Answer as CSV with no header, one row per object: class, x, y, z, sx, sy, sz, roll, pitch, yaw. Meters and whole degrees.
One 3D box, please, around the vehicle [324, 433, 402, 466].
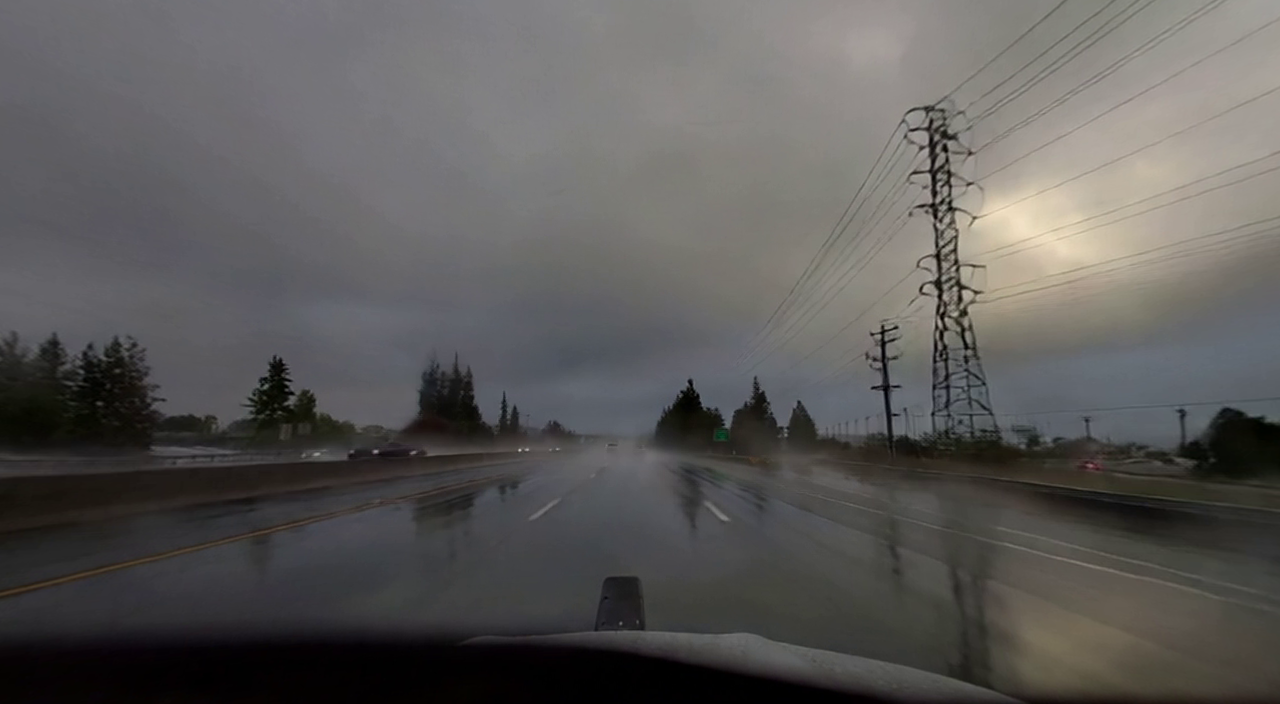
vehicle,-17.899,6.357,41.249,2.470,1.990,5.765,0,-8,0
